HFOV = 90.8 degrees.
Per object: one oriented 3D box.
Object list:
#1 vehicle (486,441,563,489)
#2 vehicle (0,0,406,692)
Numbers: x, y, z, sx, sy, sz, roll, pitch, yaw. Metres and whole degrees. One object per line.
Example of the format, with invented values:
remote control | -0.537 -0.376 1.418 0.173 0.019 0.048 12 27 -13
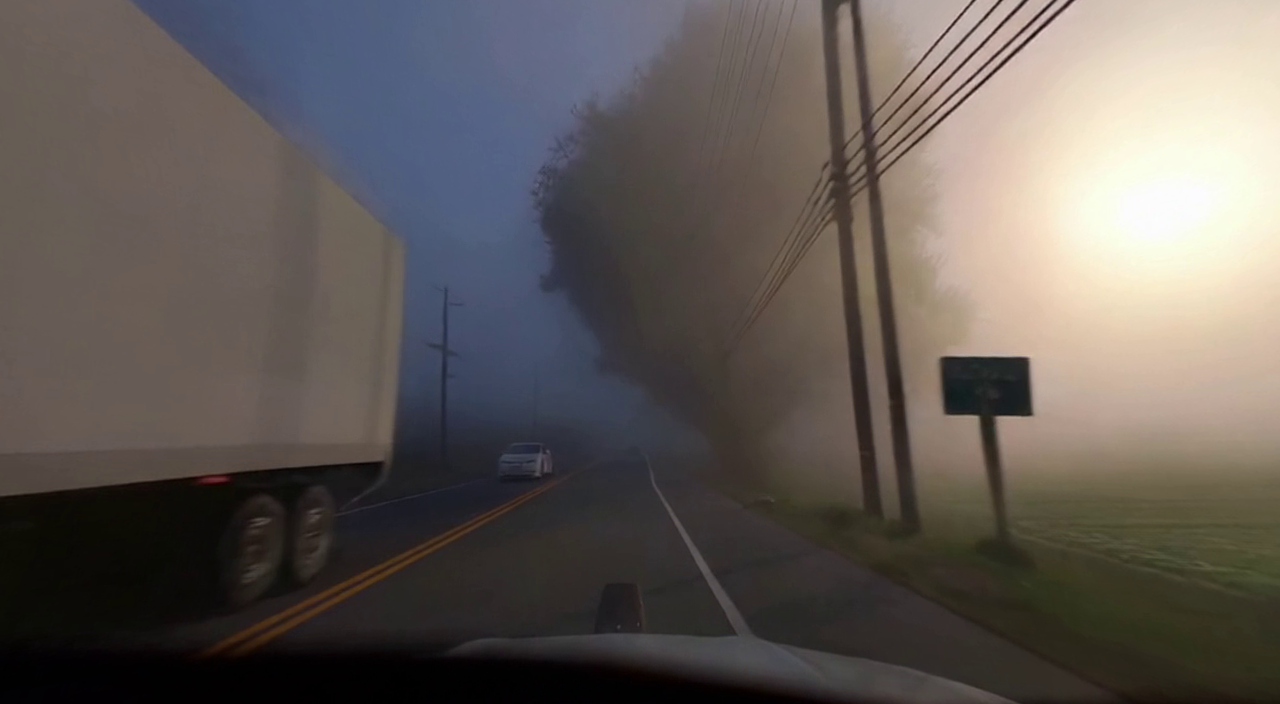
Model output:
vehicle | -4.678 4.621 26.389 2.268 1.661 4.642 -3 -8 0
vehicle | -5.039 -0.771 0.718 3.452 4.409 16.846 -2 -8 -1
